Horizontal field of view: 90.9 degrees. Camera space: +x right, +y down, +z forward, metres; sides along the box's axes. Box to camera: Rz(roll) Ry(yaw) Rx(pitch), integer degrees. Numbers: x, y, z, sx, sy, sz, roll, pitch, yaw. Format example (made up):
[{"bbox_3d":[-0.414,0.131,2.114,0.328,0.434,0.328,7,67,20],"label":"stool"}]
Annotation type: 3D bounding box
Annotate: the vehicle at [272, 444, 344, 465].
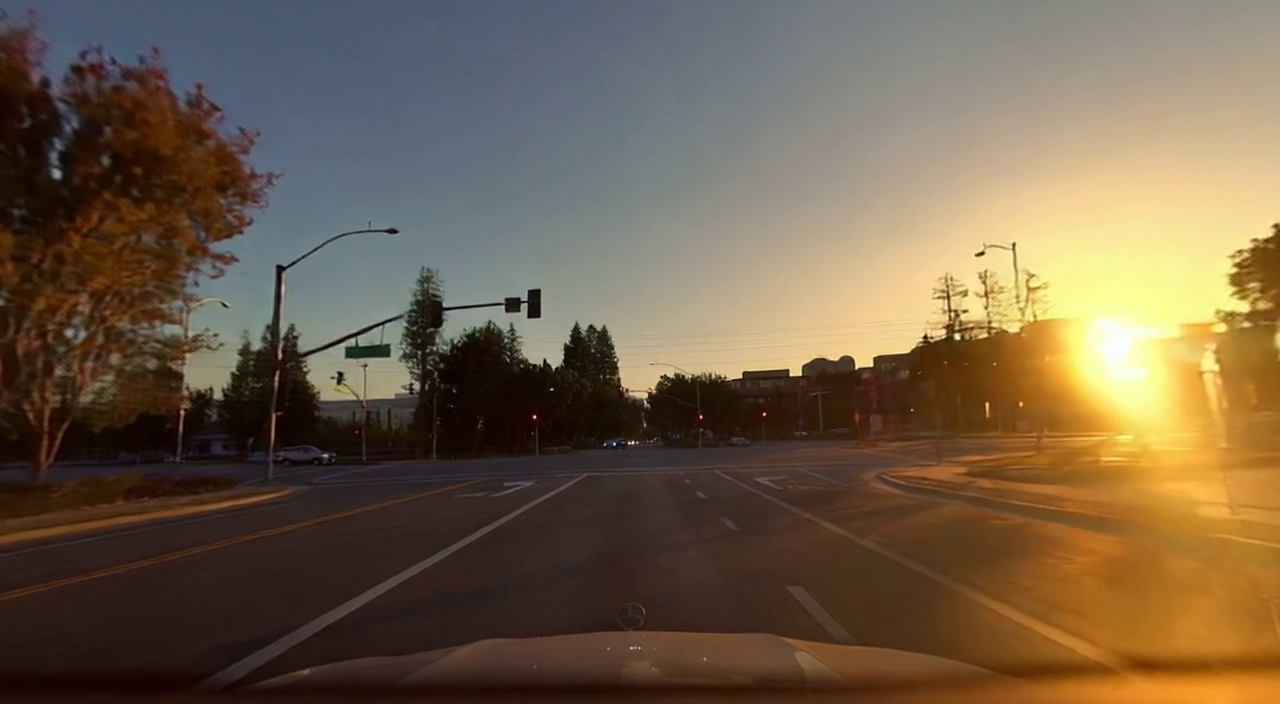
[{"bbox_3d":[-24.997,7.712,47.537,4.332,1.573,1.900,0,-8,3],"label":"vehicle"}]
